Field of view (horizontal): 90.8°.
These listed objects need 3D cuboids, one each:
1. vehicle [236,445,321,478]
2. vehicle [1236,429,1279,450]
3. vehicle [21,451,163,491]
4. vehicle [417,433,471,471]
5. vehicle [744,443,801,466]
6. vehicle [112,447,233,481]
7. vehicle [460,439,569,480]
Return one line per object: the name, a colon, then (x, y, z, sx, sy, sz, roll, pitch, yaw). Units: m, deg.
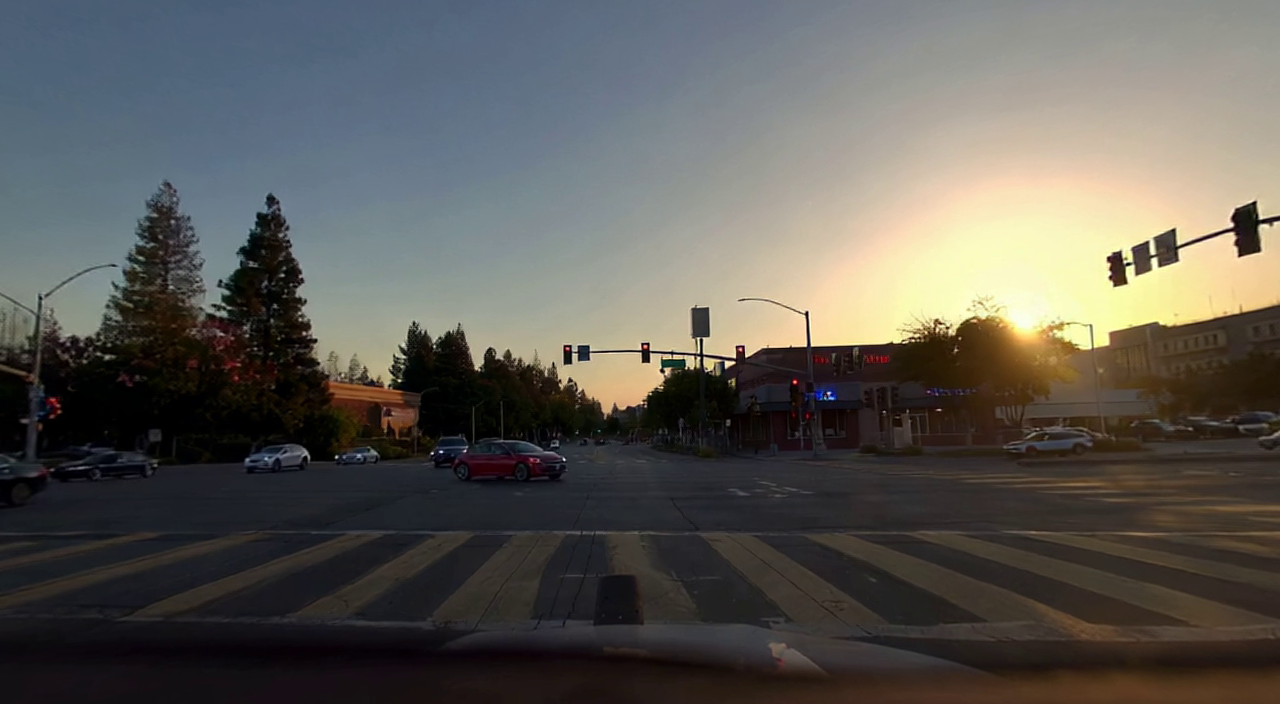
vehicle: (-19.578, 5.928, 34.499, 1.924, 1.656, 4.593, 0, -9, 0)
vehicle: (45.683, 6.271, 45.243, 1.786, 1.412, 4.330, 0, -9, 0)
vehicle: (-22.974, 4.969, 26.793, 1.827, 1.461, 4.673, 0, -9, 0)
vehicle: (-10.716, 5.418, 34.293, 2.017, 1.877, 4.767, 4, -10, -25)
vehicle: (8.822, 6.834, 42.398, 2.133, 1.437, 4.420, 2, -9, -11)
vehicle: (-27.242, 6.528, 37.115, 2.901, 1.827, 5.034, -1, -9, 6)
vehicle: (-5.130, 4.312, 25.562, 2.135, 1.467, 4.532, 8, -12, -44)
